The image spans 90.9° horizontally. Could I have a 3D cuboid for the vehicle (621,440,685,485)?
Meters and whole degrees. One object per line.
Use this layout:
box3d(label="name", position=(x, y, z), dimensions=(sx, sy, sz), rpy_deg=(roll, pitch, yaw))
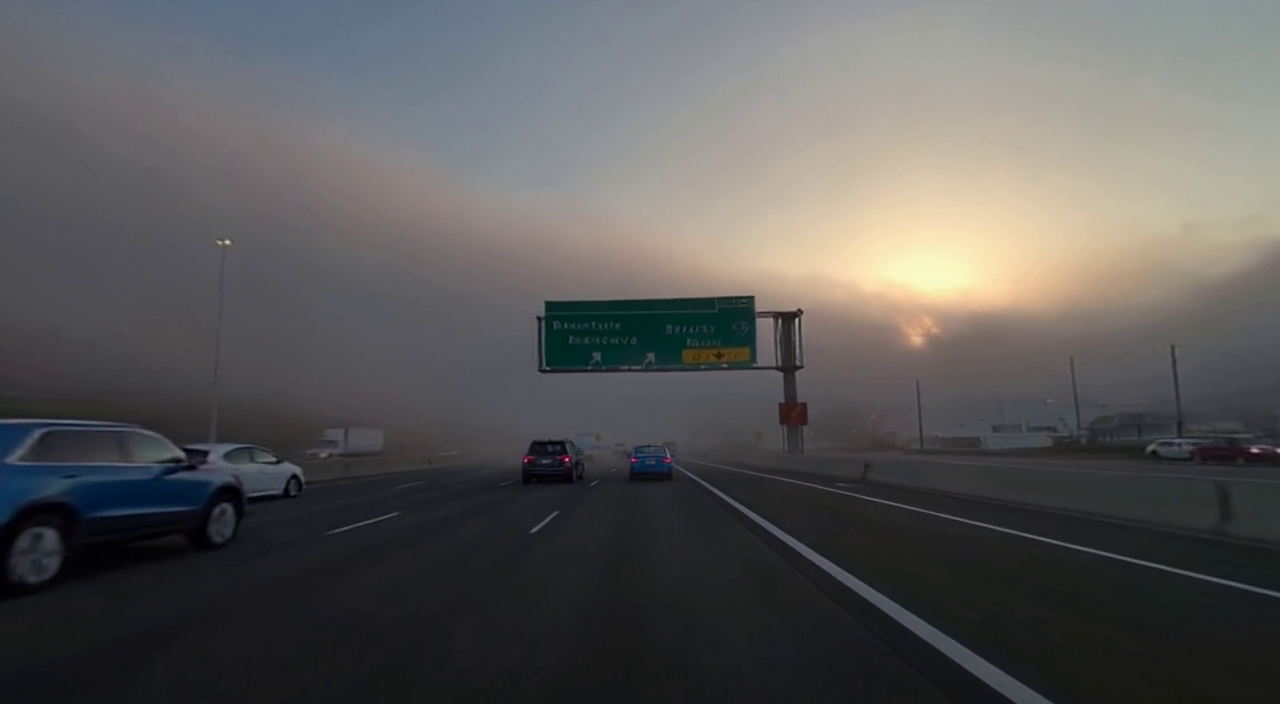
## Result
box3d(label="vehicle", position=(0.435, 3.903, 22.592), dimensions=(2.090, 1.474, 3.970), rpy_deg=(0, -8, 1))

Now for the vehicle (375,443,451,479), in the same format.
box3d(label="vehicle", position=(-10.102, 4.855, 28.417), dimensions=(1.861, 1.495, 4.007), rpy_deg=(0, -8, 1))

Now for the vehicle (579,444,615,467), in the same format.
box3d(label="vehicle", position=(-2.933, 7.156, 43.823), dimensions=(2.048, 1.497, 4.466), rpy_deg=(0, -8, 1))

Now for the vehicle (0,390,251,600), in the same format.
box3d(label="vehicle", position=(-6.615, 1.395, 6.504), dimensions=(2.125, 1.804, 4.864), rpy_deg=(0, -8, -1))

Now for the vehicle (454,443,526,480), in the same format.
box3d(label="vehicle", position=(-6.321, 4.650, 27.110), dimensions=(1.933, 1.439, 4.441), rpy_deg=(0, -8, 1))

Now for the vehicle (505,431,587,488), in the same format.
box3d(label="vehicle", position=(-3.080, 3.645, 21.648), dimensions=(2.007, 1.730, 4.412), rpy_deg=(0, -8, 1))

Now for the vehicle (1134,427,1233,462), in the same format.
box3d(label="vehicle", position=(30.862, 5.299, 35.968), dimensions=(1.939, 1.888, 3.984), rpy_deg=(0, -9, -1))

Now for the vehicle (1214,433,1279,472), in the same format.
box3d(label="vehicle", position=(30.856, 4.825, 30.479), dimensions=(1.858, 1.741, 4.683), rpy_deg=(-2, -7, 1))
